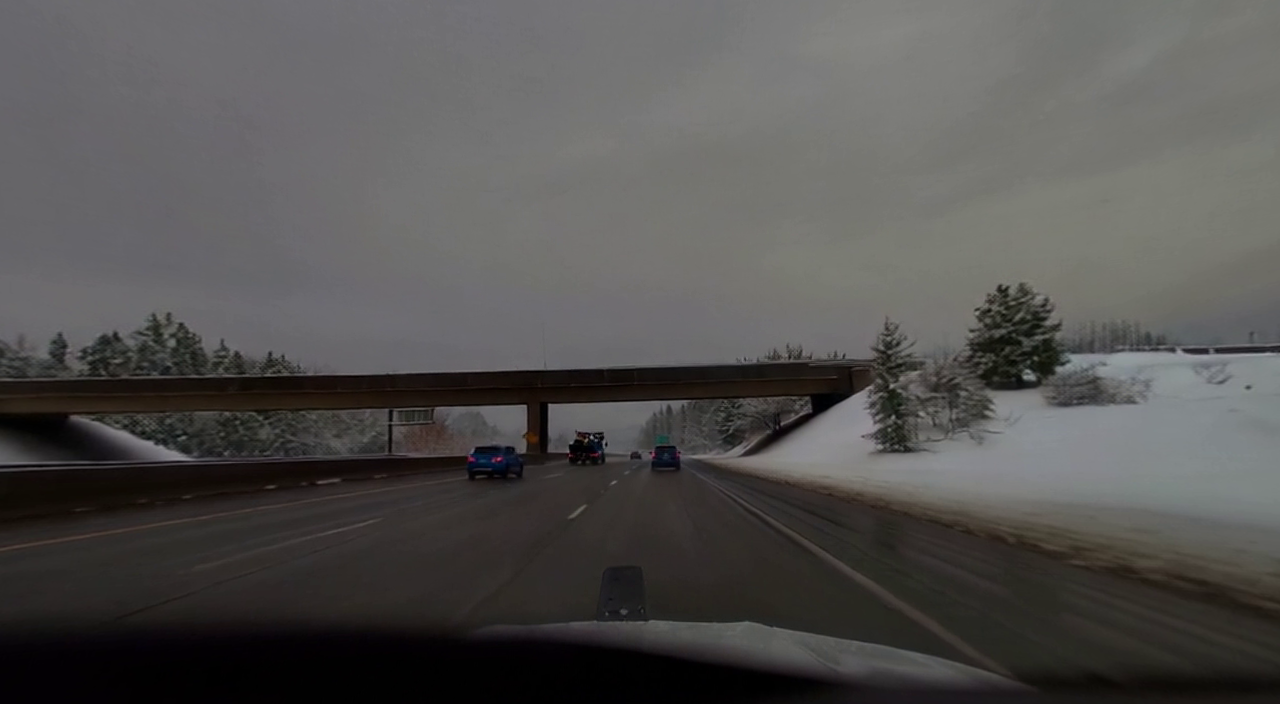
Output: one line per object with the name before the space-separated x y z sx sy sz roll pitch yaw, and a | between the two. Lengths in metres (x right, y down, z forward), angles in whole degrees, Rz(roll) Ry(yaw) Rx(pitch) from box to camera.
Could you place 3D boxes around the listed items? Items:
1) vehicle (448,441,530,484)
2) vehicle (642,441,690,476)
vehicle | -6.242 4.602 26.746 2.115 1.644 4.513 0 -8 3
vehicle | 1.381 5.608 33.445 2.336 1.722 4.212 0 -8 3
